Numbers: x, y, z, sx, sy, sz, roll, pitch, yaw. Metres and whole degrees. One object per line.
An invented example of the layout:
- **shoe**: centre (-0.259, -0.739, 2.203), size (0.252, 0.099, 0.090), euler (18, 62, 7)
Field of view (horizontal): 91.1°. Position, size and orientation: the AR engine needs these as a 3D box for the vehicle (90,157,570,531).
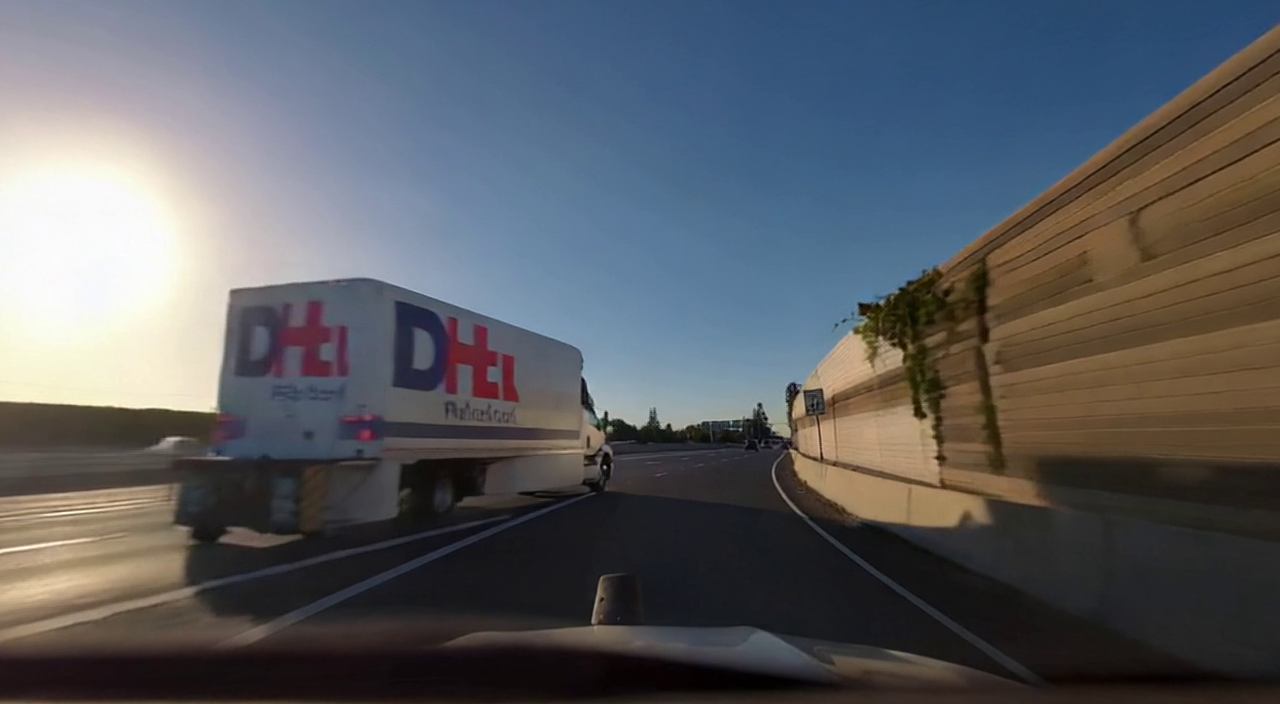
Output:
- **vehicle**: centre (-4.071, 0.390, 11.415), size (2.796, 4.184, 8.554), euler (0, -7, 13)
